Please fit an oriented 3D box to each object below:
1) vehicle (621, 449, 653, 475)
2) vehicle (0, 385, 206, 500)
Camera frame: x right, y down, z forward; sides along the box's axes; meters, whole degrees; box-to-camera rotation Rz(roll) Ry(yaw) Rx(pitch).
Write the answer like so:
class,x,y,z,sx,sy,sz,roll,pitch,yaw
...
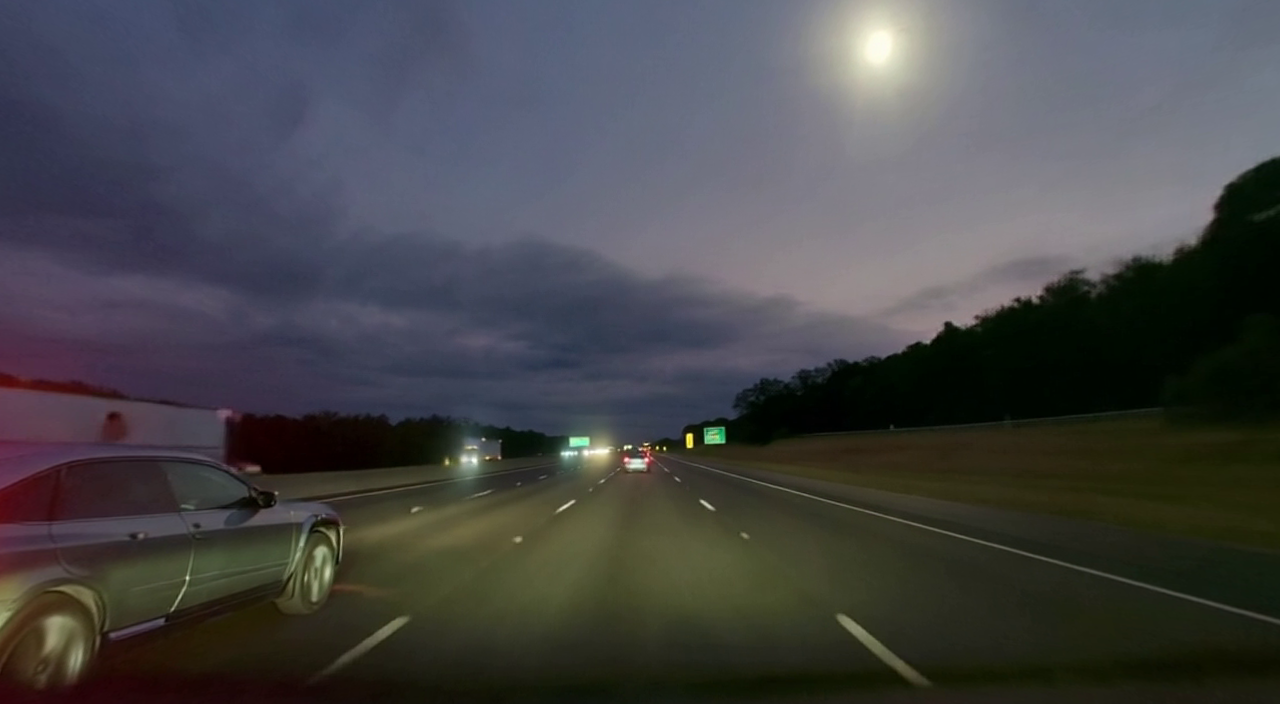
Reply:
class,x,y,z,sx,sy,sz,roll,pitch,yaw
vehicle,-0.160,6.765,38.938,1.908,1.515,3.871,0,-9,0
vehicle,-23.156,3.446,23.814,2.903,3.856,14.989,0,-9,0
